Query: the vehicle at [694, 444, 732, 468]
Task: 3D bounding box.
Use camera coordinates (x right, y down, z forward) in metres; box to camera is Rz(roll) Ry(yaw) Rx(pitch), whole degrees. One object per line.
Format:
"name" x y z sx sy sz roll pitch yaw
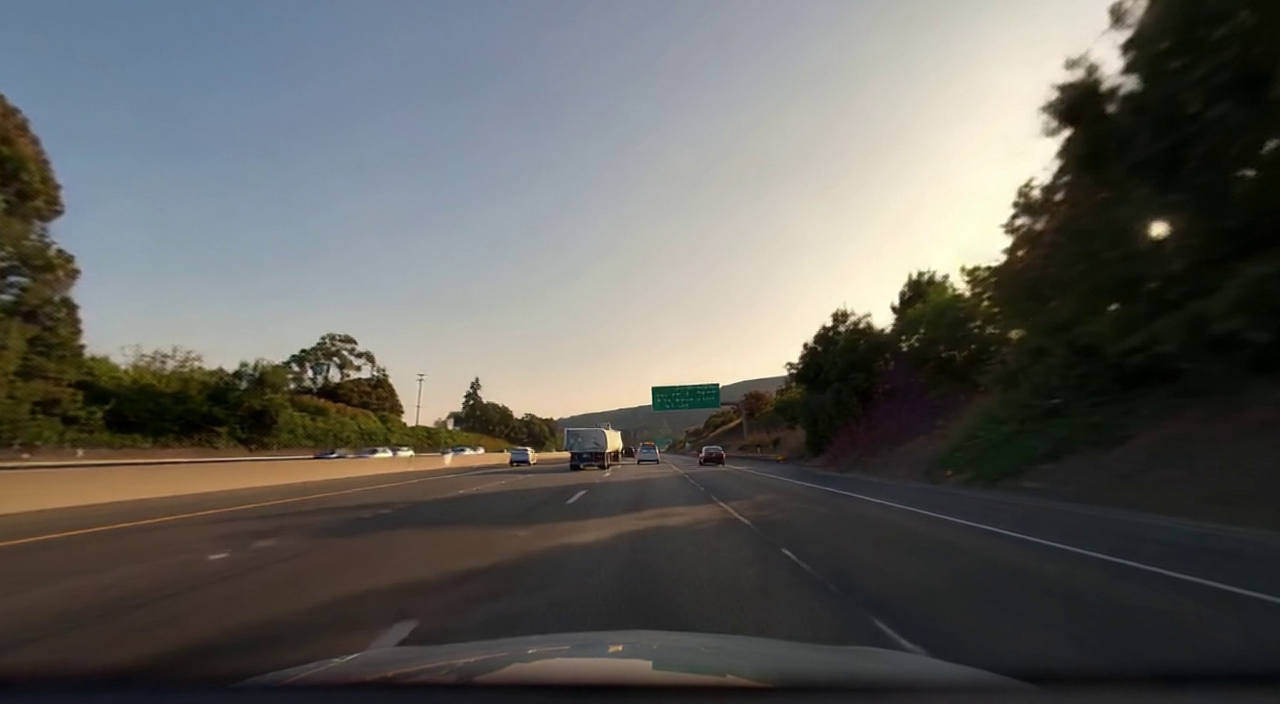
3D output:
"vehicle" 4.838 6.931 42.293 1.993 1.474 4.230 0 -8 -1

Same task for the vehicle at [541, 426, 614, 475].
"vehicle" -3.385 6.012 38.997 2.854 2.379 16.653 0 -8 0

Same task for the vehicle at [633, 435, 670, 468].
"vehicle" 0.769 6.676 42.448 2.309 2.023 5.130 0 -8 0

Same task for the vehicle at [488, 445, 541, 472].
"vehicle" -7.095 6.068 36.182 1.965 1.437 4.592 0 -8 2
